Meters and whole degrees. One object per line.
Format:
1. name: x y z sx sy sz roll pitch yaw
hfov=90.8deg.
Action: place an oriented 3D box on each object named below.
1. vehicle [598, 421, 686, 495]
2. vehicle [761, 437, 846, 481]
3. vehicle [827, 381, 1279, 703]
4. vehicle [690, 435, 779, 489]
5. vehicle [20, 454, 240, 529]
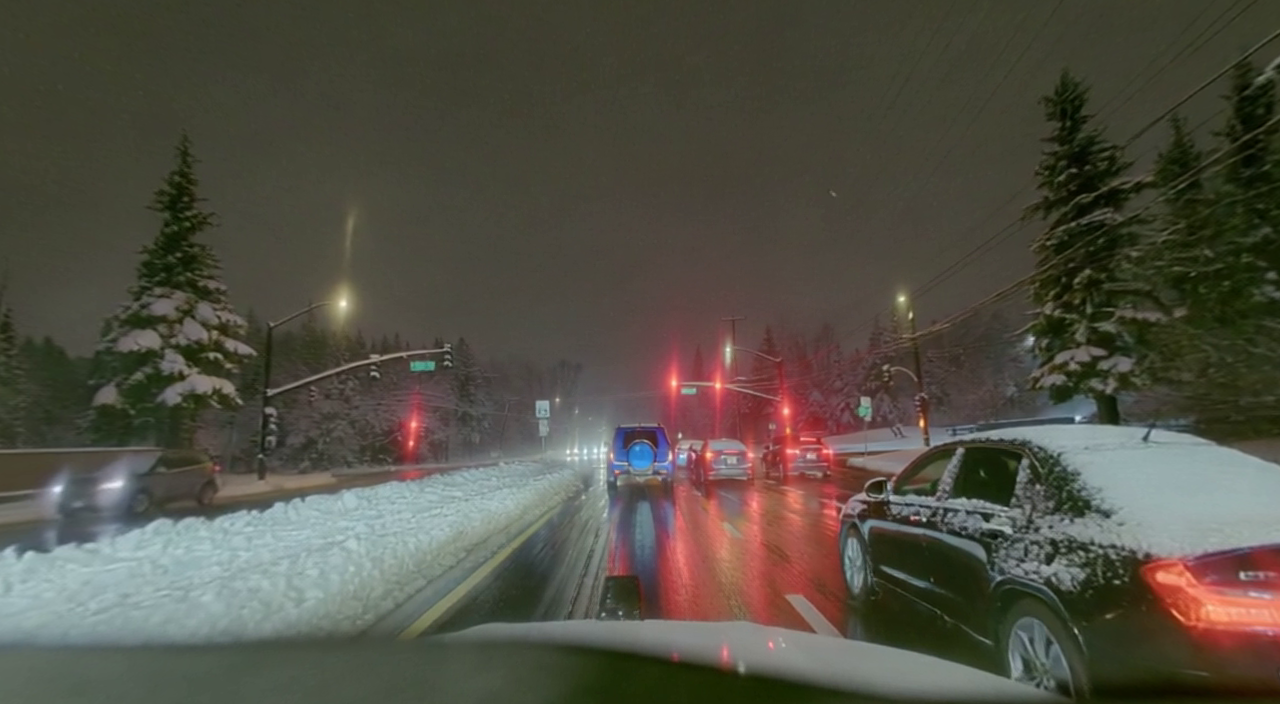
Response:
1. vehicle: 0.029 3.054 18.559 2.236 1.856 4.816 0 -9 0
2. vehicle: 5.902 3.918 23.391 1.926 1.472 4.449 0 -9 -1
3. vehicle: 2.756 1.084 3.572 2.004 1.460 4.297 0 -9 -1
4. vehicle: 2.800 3.398 19.803 2.025 1.477 4.333 0 -9 -1
5. vehicle: -12.175 3.310 15.595 1.952 1.475 4.442 0 -9 -4
